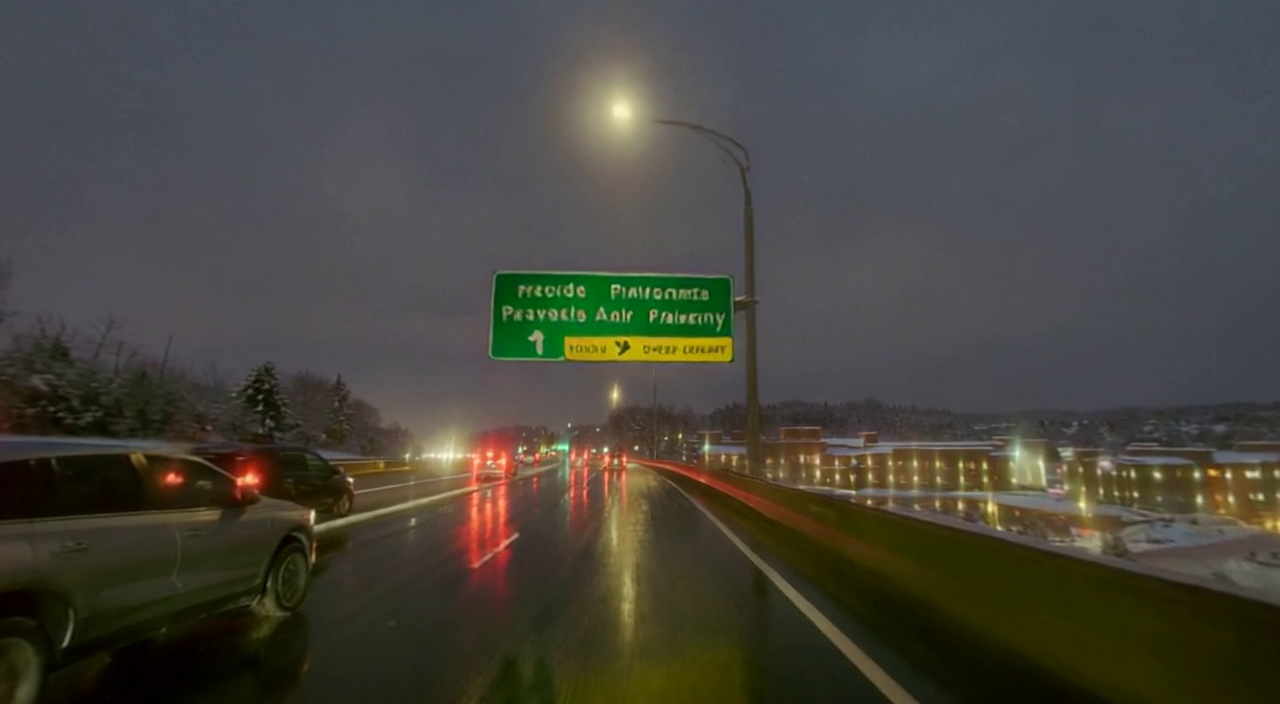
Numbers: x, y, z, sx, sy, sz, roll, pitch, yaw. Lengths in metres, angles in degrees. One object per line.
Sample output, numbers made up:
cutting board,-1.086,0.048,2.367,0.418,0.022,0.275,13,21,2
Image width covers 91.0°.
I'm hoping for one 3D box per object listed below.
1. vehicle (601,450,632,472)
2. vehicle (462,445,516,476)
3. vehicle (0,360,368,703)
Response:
vehicle,-1.677,7.724,44.874,2.110,1.501,4.319,0,-9,-2
vehicle,-8.657,6.264,36.557,2.065,1.689,4.399,0,-9,-1
vehicle,-3.587,1.048,3.495,2.036,1.717,4.592,0,-9,1
